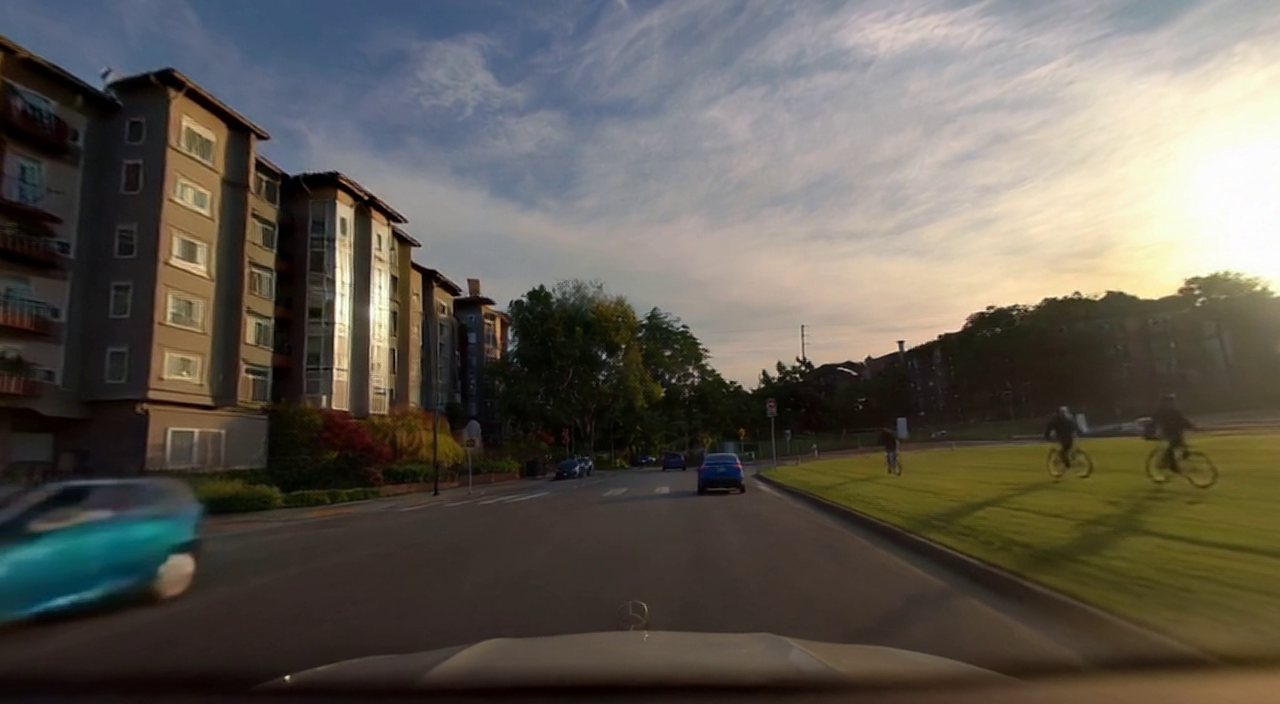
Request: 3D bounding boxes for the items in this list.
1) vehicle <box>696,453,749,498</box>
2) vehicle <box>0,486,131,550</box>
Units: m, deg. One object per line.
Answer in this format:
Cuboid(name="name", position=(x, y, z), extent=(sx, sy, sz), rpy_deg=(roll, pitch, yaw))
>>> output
Cuboid(name="vehicle", position=(2.769, 4.187, 21.583), extent=(1.559, 1.351, 2.452), rpy_deg=(-4, -10, 4))
Cuboid(name="vehicle", position=(-17.041, 4.541, 17.251), extent=(4.607, 1.409, 2.116), rpy_deg=(7, -11, -41))
